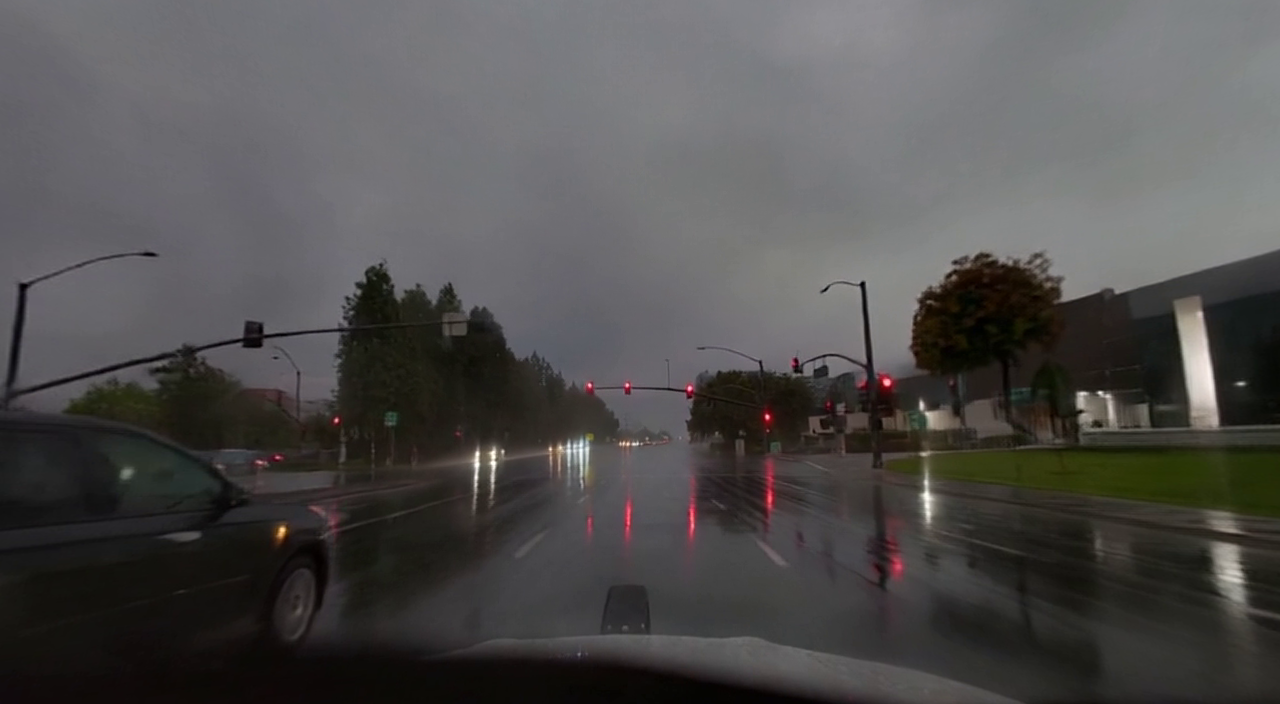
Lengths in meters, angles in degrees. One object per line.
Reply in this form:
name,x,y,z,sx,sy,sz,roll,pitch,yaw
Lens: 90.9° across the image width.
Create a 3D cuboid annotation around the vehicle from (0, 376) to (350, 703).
vehicle,-3.205,0.853,2.050,2.162,1.549,4.795,0,-8,1
